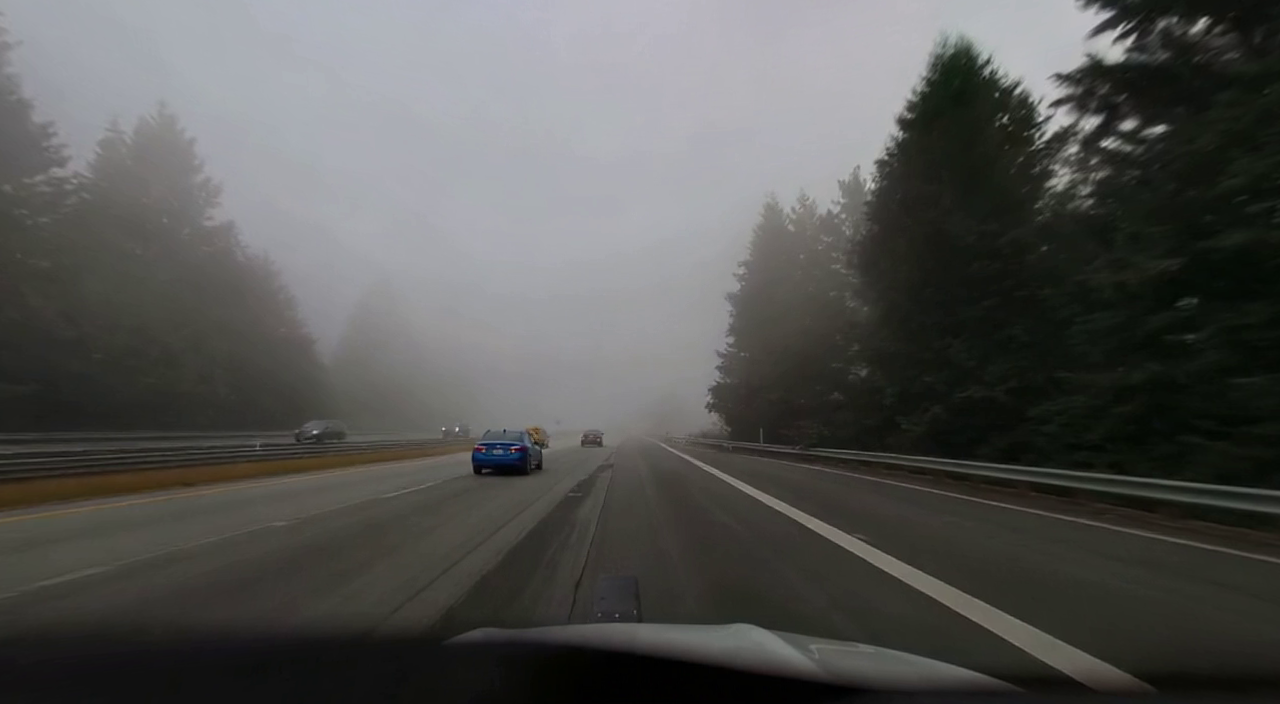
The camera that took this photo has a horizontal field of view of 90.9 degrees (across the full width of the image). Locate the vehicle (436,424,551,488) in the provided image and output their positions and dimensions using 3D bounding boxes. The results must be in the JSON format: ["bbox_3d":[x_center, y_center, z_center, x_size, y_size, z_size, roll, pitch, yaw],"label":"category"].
[{"bbox_3d":[-3.640,2.665,16.546,1.977,1.443,4.225,0,-8,0],"label":"vehicle"}]

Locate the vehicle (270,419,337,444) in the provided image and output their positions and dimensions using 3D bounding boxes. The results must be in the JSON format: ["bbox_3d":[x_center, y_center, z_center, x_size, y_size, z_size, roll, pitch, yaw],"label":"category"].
[{"bbox_3d":[-21.624,5.158,40.736,2.034,1.506,4.253,0,-8,-1],"label":"vehicle"}]
